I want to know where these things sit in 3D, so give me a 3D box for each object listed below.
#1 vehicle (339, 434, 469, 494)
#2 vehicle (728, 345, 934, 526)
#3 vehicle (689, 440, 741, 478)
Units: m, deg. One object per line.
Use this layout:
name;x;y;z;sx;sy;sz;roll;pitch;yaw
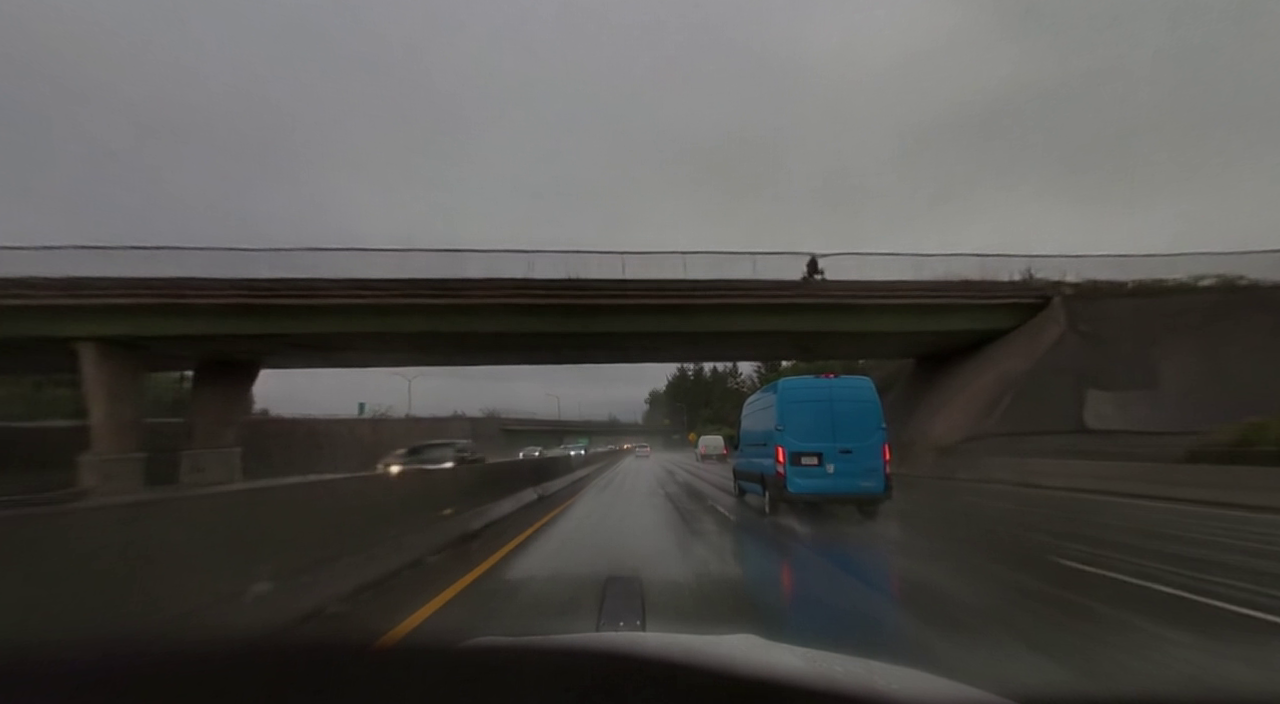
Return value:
vehicle;-7.200;3.478;19.919;2.317;1.632;4.613;0;-9;0
vehicle;3.807;1.962;14.499;2.460;3.155;6.902;0;-9;0
vehicle;3.593;5.226;31.013;2.009;1.731;4.149;0;-9;-1
